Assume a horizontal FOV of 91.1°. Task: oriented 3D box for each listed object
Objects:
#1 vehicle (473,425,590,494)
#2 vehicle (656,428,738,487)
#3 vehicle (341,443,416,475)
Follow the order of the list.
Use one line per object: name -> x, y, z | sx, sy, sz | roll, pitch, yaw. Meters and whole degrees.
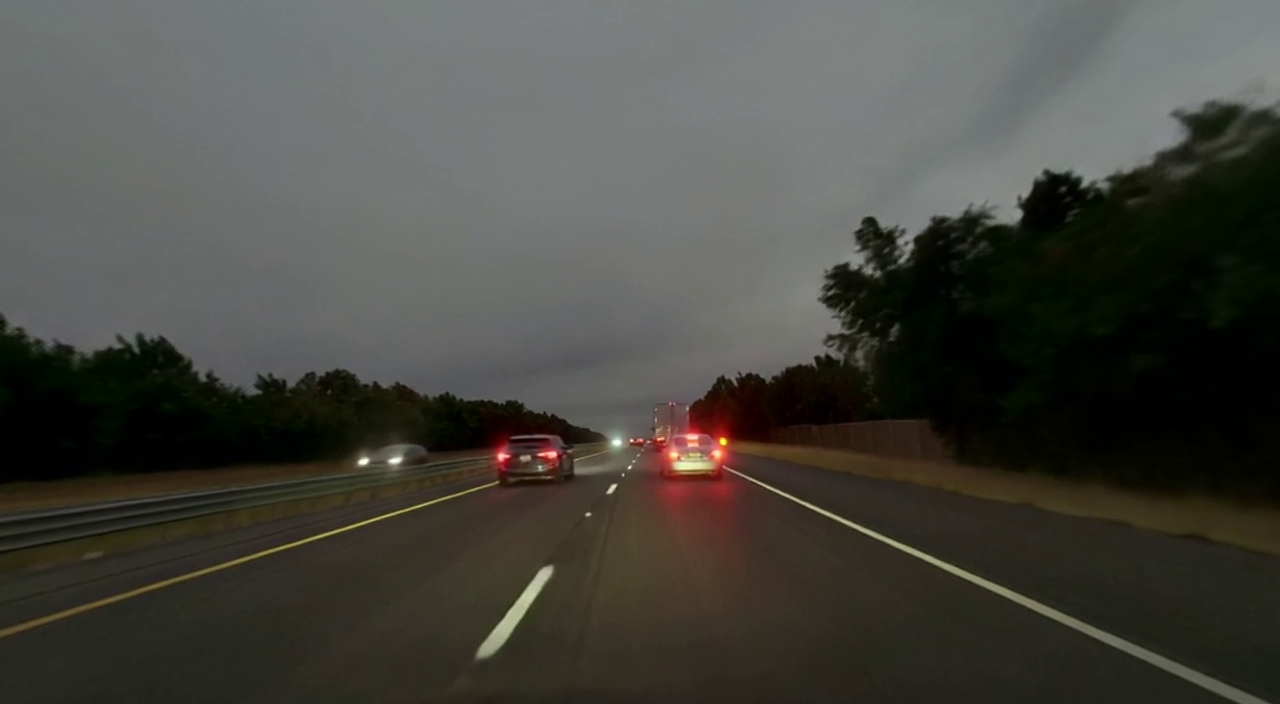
vehicle -> -2.761, 2.863, 17.280 | 2.192, 1.623, 4.887 | 0, -8, 2
vehicle -> 1.563, 3.064, 18.735 | 2.072, 1.534, 4.300 | 0, -8, 1
vehicle -> -13.772, 5.625, 33.413 | 1.877, 1.556, 4.663 | 0, -8, 2
